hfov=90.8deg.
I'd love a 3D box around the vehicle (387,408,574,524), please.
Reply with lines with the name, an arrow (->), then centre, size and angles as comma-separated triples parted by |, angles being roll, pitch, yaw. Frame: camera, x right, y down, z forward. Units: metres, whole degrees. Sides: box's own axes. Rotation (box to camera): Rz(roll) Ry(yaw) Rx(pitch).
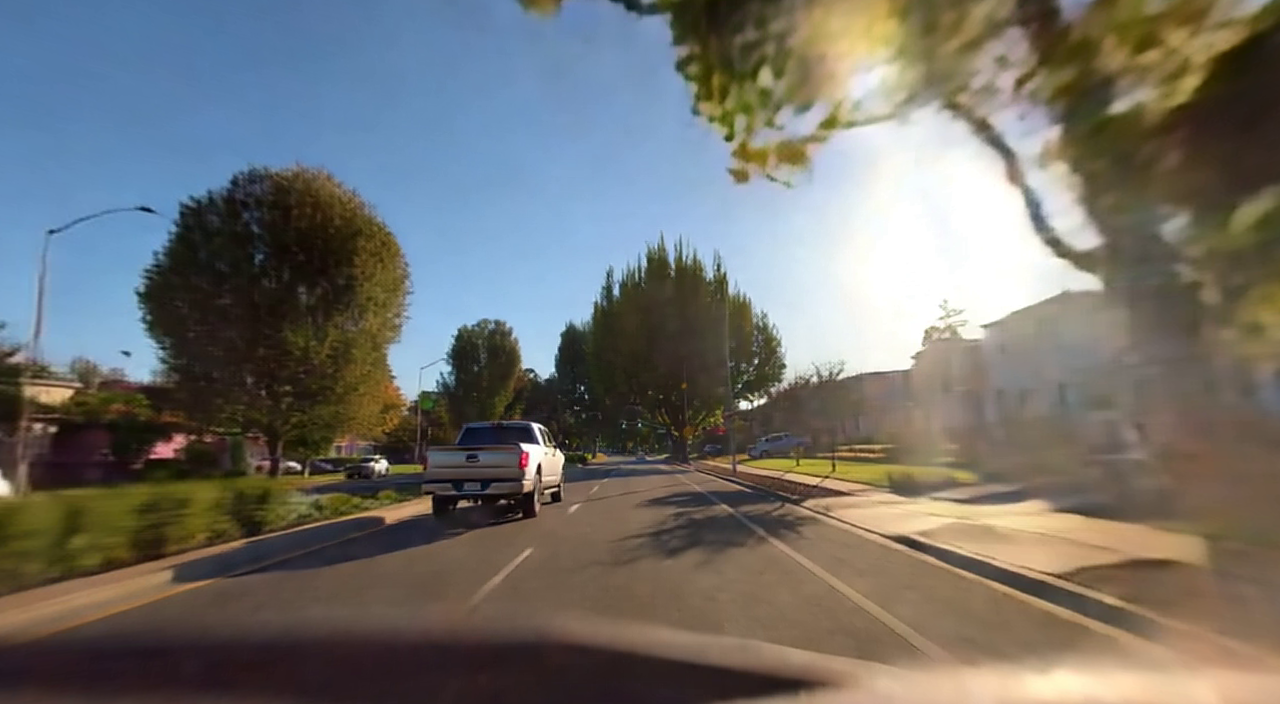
vehicle -> -3.087, 2.432, 14.001 | 2.508, 2.001, 5.880 | 0, -9, 1

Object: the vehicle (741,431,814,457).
vehicle -> 10.215, 6.891, 47.181 | 4.882, 1.839, 2.243 | 1, -9, -6

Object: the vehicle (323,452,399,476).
vehicle -> -21.171, 8.492, 48.085 | 4.669, 1.745, 2.156 | 0, -9, 1

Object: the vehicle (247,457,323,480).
vehicle -> -26.795, 8.781, 47.810 | 4.497, 1.634, 1.991 | 0, -9, -2
